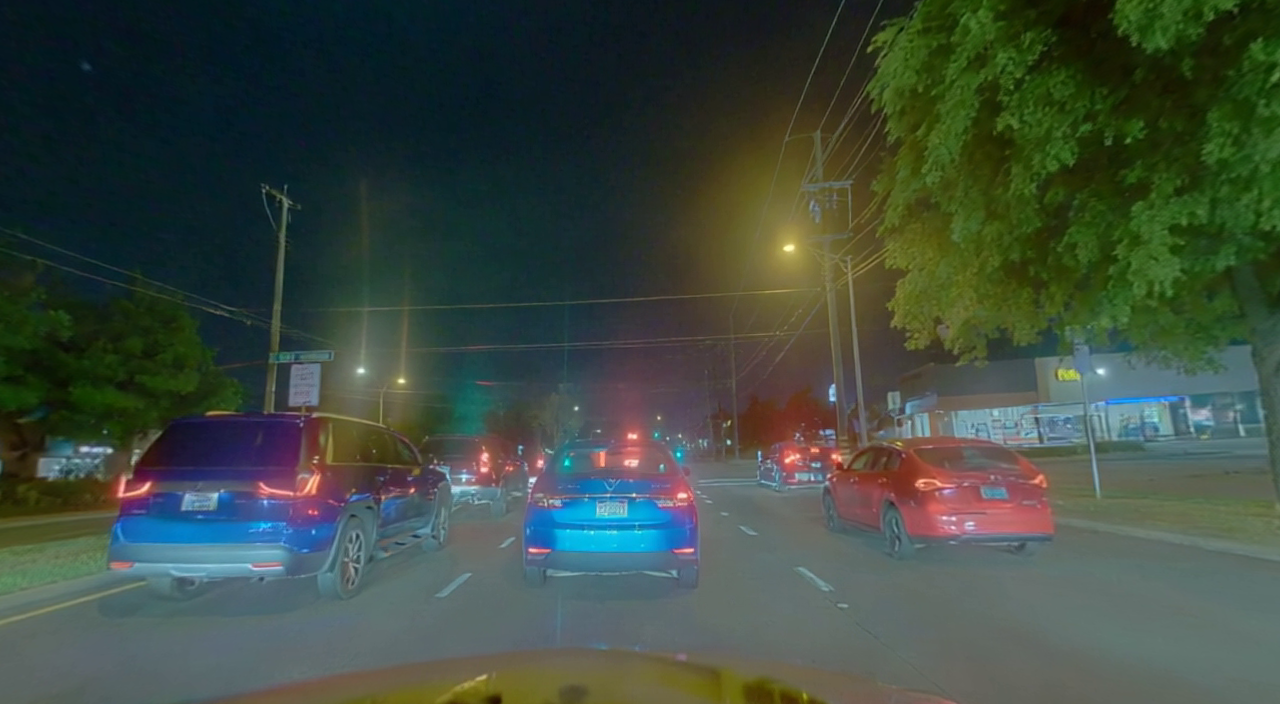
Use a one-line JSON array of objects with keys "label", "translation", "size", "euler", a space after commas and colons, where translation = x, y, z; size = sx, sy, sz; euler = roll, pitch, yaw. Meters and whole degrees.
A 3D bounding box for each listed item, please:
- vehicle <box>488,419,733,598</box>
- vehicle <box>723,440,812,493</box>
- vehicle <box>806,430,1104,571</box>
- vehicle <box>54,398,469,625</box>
[{"label": "vehicle", "translation": [-0.310, 1.631, 7.392], "size": [2.097, 1.511, 3.809], "euler": [0, -9, -2]}, {"label": "vehicle", "translation": [3.816, 3.494, 19.679], "size": [1.876, 1.456, 4.025], "euler": [0, -9, -1]}, {"label": "vehicle", "translation": [3.918, 1.898, 8.925], "size": [1.909, 1.473, 4.361], "euler": [0, -9, -1]}, {"label": "vehicle", "translation": [-3.439, 1.520, 6.972], "size": [1.979, 1.697, 4.254], "euler": [0, -9, -1]}]
